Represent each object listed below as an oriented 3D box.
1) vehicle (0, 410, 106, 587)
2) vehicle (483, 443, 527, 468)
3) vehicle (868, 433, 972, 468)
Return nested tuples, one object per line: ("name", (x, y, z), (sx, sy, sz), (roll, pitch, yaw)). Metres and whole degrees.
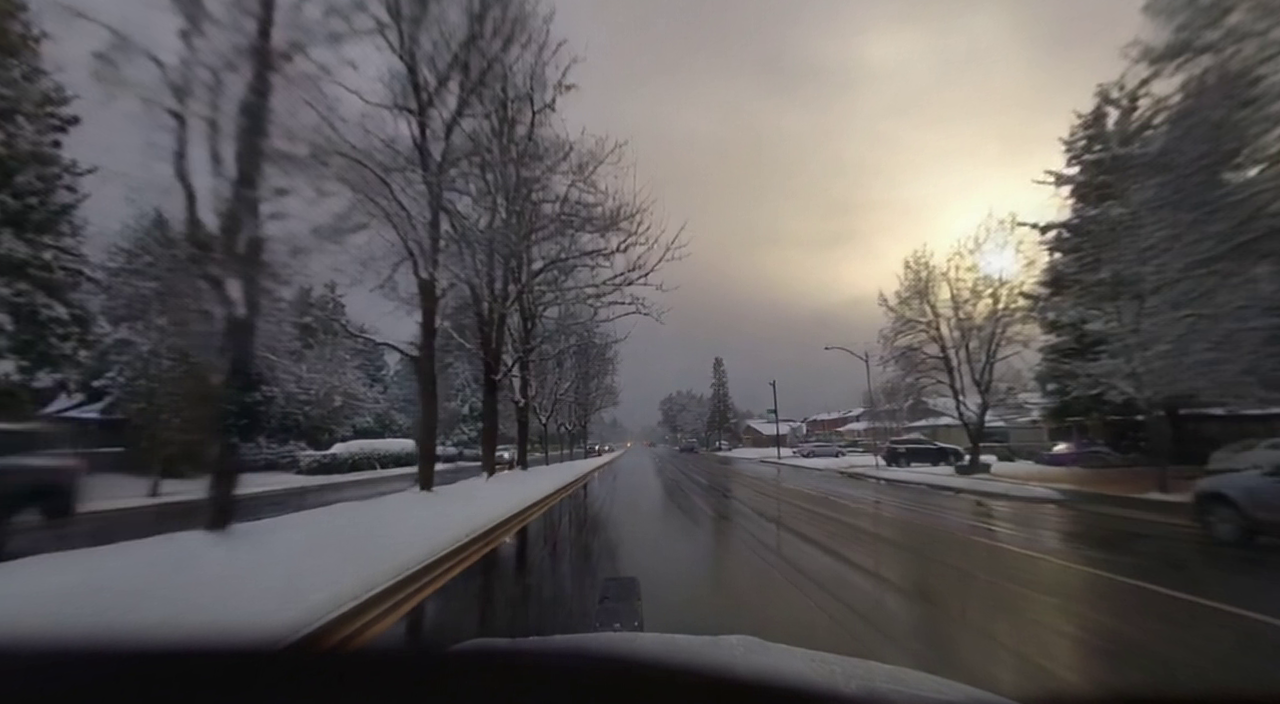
("vehicle", (-7.675, 1.364, 5.313), (2.019, 1.819, 4.897), (-1, -8, 0))
("vehicle", (-9.585, 7.372, 45.100), (2.000, 1.728, 4.587), (-1, -8, 2))
("vehicle", (14.364, 5.047, 32.437), (4.386, 1.711, 1.929), (0, -8, 0))
